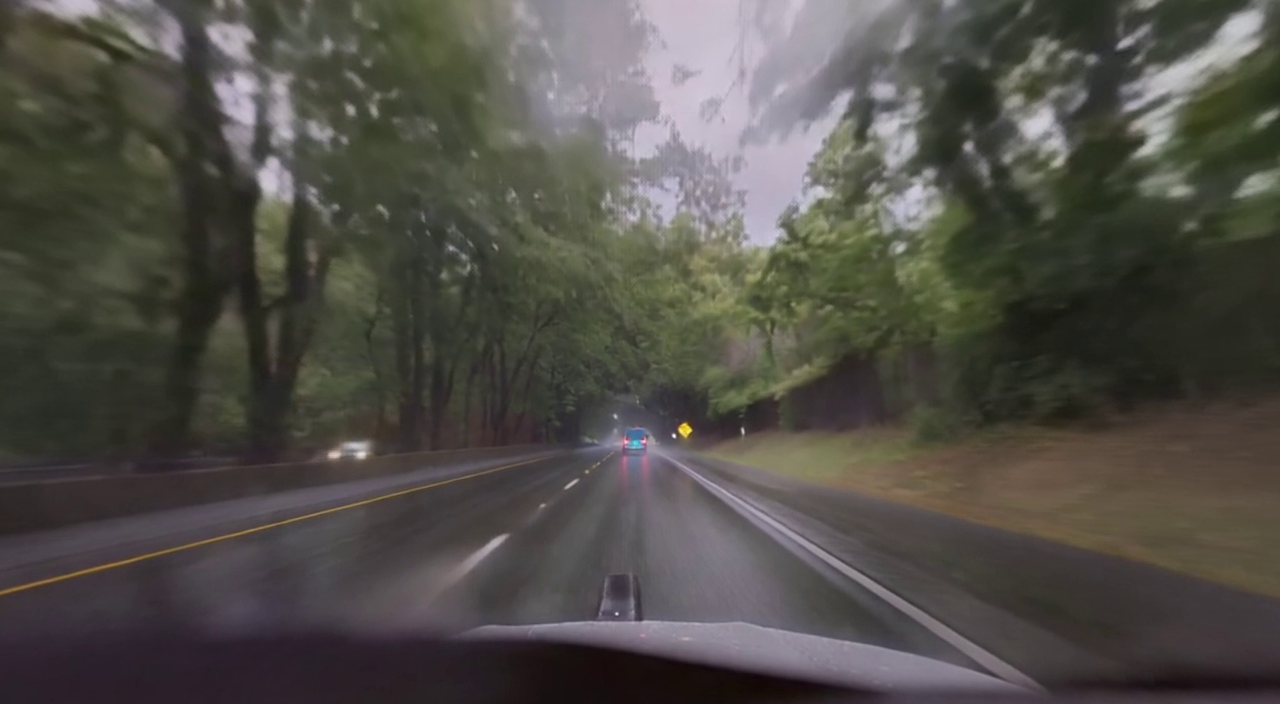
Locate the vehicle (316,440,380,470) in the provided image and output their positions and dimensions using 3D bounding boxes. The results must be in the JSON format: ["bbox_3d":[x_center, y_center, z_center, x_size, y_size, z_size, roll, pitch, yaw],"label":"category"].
[{"bbox_3d":[-16.045,5.645,34.805,1.705,1.578,3.793,0,-8,0],"label":"vehicle"}]
